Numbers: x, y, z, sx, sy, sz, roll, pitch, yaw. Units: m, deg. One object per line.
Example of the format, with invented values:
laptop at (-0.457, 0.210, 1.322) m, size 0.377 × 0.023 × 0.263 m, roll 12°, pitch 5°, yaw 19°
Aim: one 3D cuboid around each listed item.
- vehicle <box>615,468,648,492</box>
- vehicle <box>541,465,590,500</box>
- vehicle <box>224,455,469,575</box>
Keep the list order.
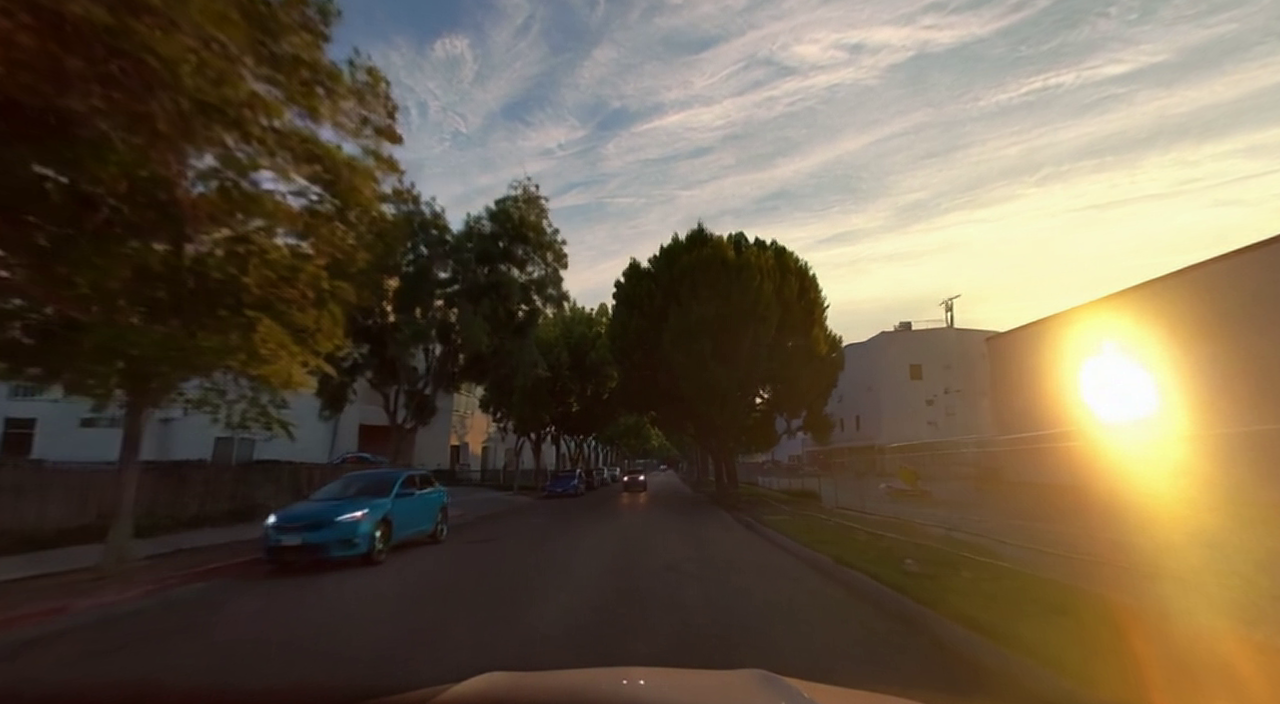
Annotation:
vehicle at (-0.511, 8.482, 41.860) m, size 1.978 × 1.453 × 4.314 m, roll 1°, pitch -11°, yaw 2°
vehicle at (-3.648, 6.495, 31.560) m, size 2.011 × 1.596 × 3.760 m, roll -1°, pitch -10°, yaw 0°
vehicle at (-4.446, 2.523, 10.425) m, size 1.903 × 1.542 × 4.115 m, roll -1°, pitch -10°, yaw 3°
